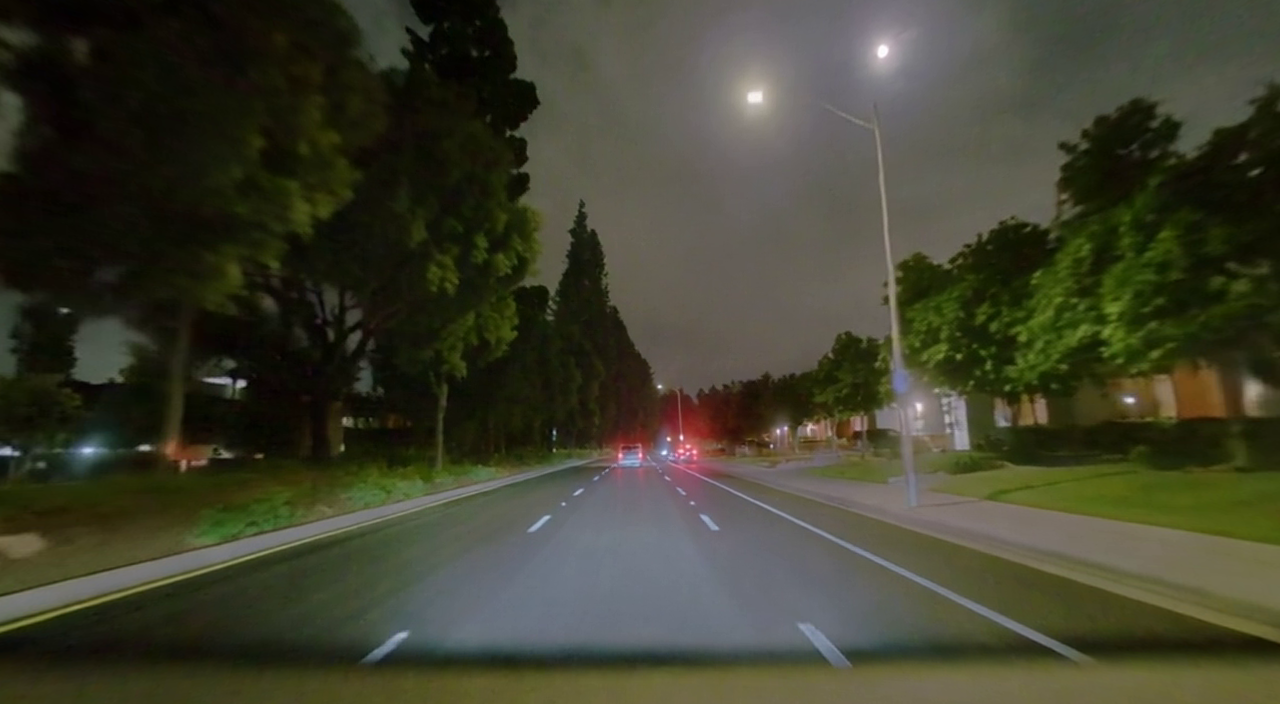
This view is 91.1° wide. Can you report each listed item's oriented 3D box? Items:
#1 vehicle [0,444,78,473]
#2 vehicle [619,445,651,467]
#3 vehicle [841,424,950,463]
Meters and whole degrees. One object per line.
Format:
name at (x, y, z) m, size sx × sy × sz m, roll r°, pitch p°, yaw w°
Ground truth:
vehicle at (-43.514, 7.557, 44.730) m, size 2.136 × 1.922 × 5.105 m, roll 0°, pitch -9°, yaw 1°
vehicle at (-0.343, 7.048, 42.723) m, size 2.054 × 1.456 × 4.003 m, roll 0°, pitch -9°, yaw -1°
vehicle at (13.146, 4.752, 32.574) m, size 4.739 × 1.918 × 2.071 m, roll -1°, pitch -8°, yaw 2°
